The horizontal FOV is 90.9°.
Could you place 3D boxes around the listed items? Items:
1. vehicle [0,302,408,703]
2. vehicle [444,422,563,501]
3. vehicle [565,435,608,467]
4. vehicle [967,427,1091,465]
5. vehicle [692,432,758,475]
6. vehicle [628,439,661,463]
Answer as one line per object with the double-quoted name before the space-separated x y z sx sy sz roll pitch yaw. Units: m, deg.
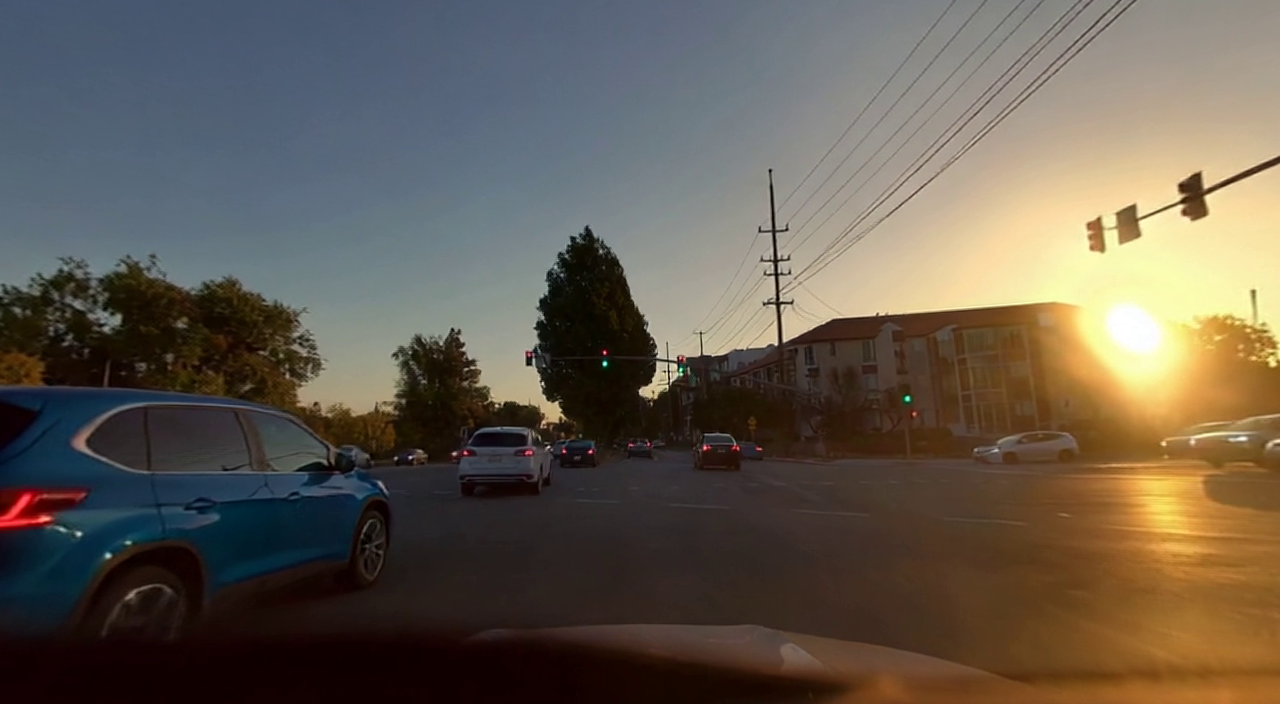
"vehicle" -3.211 0.924 3.521 2.127 1.754 4.287 0 -8 1
"vehicle" -3.292 2.750 16.155 1.958 1.744 4.315 0 -8 2
"vehicle" -2.925 5.550 35.434 1.900 1.677 4.128 0 -8 2
"vehicle" 17.285 4.212 28.207 4.119 1.574 2.028 -1 -9 5
"vehicle" 3.614 4.452 27.783 2.201 1.734 4.564 0 -8 -1
"vehicle" 0.341 6.815 43.532 2.185 1.515 4.215 0 -8 1
